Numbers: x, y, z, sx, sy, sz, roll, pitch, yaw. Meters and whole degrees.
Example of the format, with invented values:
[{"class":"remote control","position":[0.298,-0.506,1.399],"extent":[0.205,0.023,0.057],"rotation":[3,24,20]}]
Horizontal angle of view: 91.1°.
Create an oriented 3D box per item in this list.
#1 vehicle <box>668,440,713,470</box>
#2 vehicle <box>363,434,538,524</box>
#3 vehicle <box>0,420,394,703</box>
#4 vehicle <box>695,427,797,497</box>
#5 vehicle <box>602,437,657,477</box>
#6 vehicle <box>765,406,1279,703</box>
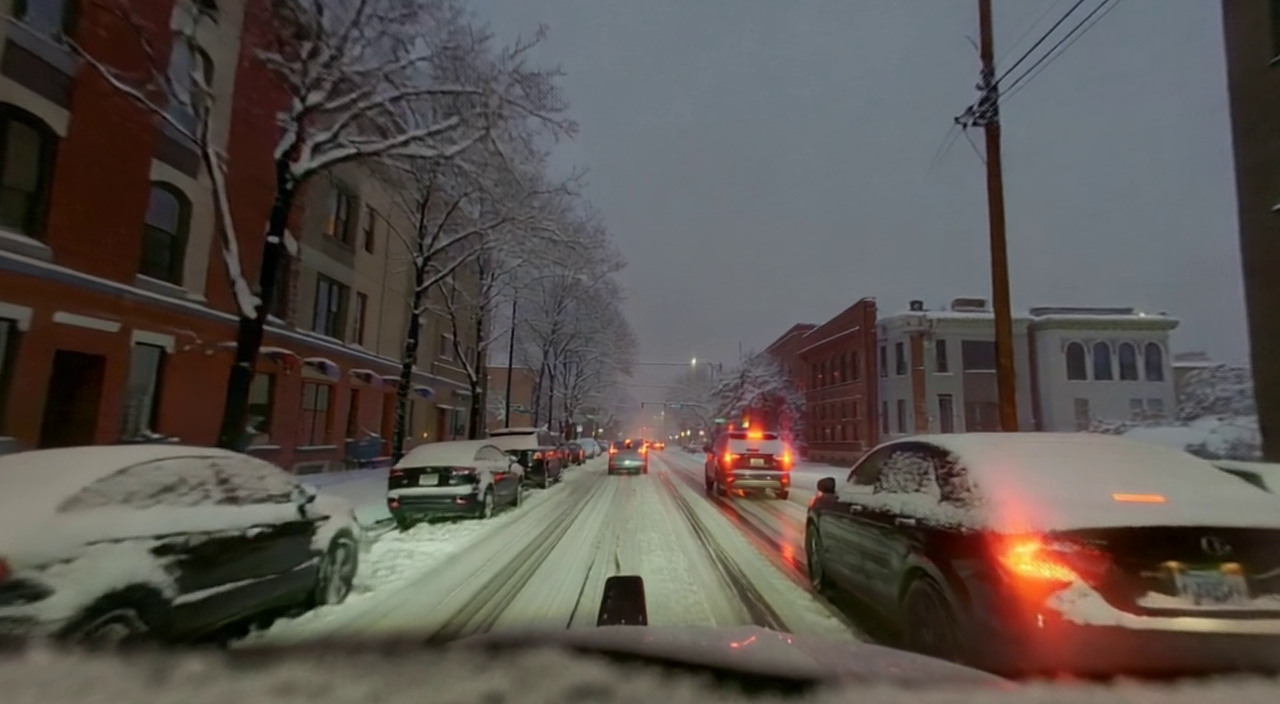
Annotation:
[{"class":"vehicle","position":[2.622,5.436,33.494],"extent":[1.966,1.475,4.528],"rotation":[0,-8,-1]},{"class":"vehicle","position":[-3.536,2.460,12.839],"extent":[1.972,1.471,4.795],"rotation":[0,-8,2]},{"class":"vehicle","position":[-3.618,1.275,4.310],"extent":[1.954,1.462,4.407],"rotation":[0,-8,2]},{"class":"vehicle","position":[2.822,3.051,17.842],"extent":[2.002,1.707,4.547],"rotation":[0,-8,-1]},{"class":"vehicle","position":[-0.374,4.157,25.180],"extent":[2.007,1.460,3.923],"rotation":[0,-8,0]},{"class":"vehicle","position":[2.449,1.280,4.557],"extent":[2.080,1.495,4.591],"rotation":[0,-8,-1]}]
